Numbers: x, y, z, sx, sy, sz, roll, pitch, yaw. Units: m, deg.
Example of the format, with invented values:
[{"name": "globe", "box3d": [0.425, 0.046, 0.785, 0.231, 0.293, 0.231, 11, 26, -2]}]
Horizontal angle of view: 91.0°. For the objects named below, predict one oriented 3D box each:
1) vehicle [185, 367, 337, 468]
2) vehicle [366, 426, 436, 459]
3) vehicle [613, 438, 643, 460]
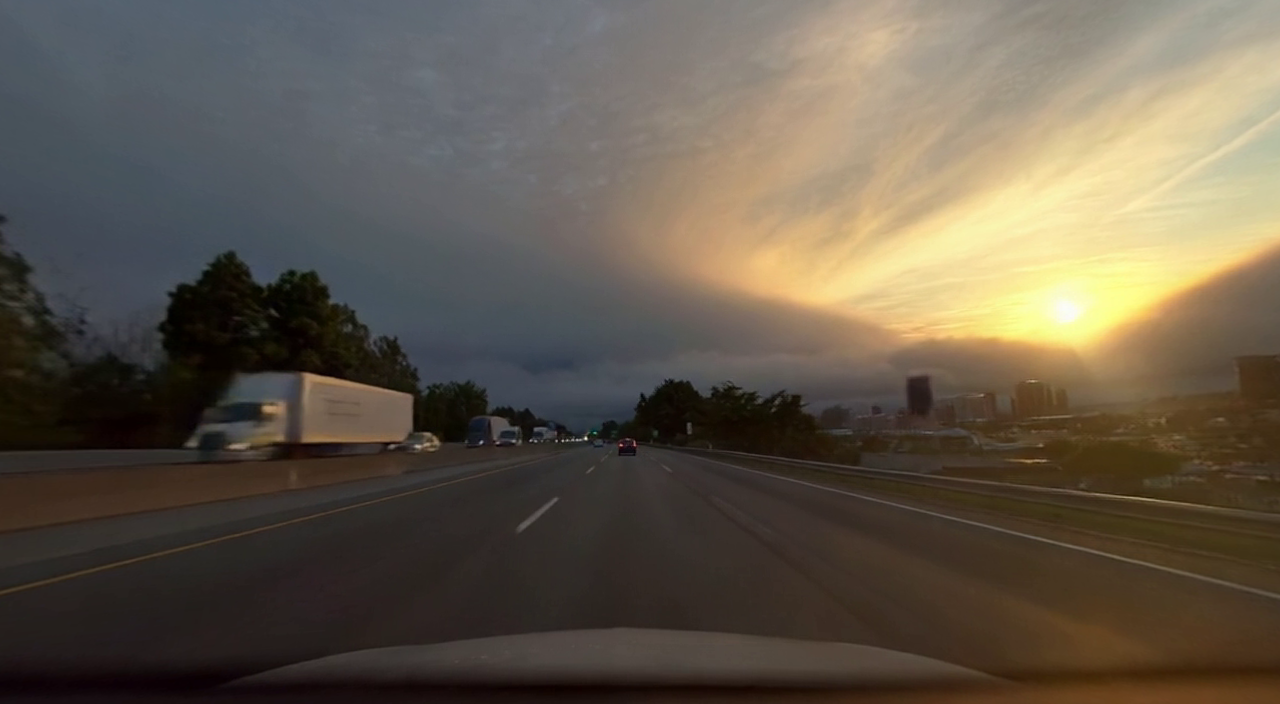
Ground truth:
[{"name": "vehicle", "box3d": [-16.507, 3.006, 28.051, 2.933, 3.972, 6.123, 0, -8, -2]}, {"name": "vehicle", "box3d": [-12.696, 4.845, 33.764, 2.070, 1.630, 4.500, 0, -8, -1]}, {"name": "vehicle", "box3d": [-0.924, 7.185, 46.763, 2.099, 1.504, 3.843, 0, -8, -2]}]
